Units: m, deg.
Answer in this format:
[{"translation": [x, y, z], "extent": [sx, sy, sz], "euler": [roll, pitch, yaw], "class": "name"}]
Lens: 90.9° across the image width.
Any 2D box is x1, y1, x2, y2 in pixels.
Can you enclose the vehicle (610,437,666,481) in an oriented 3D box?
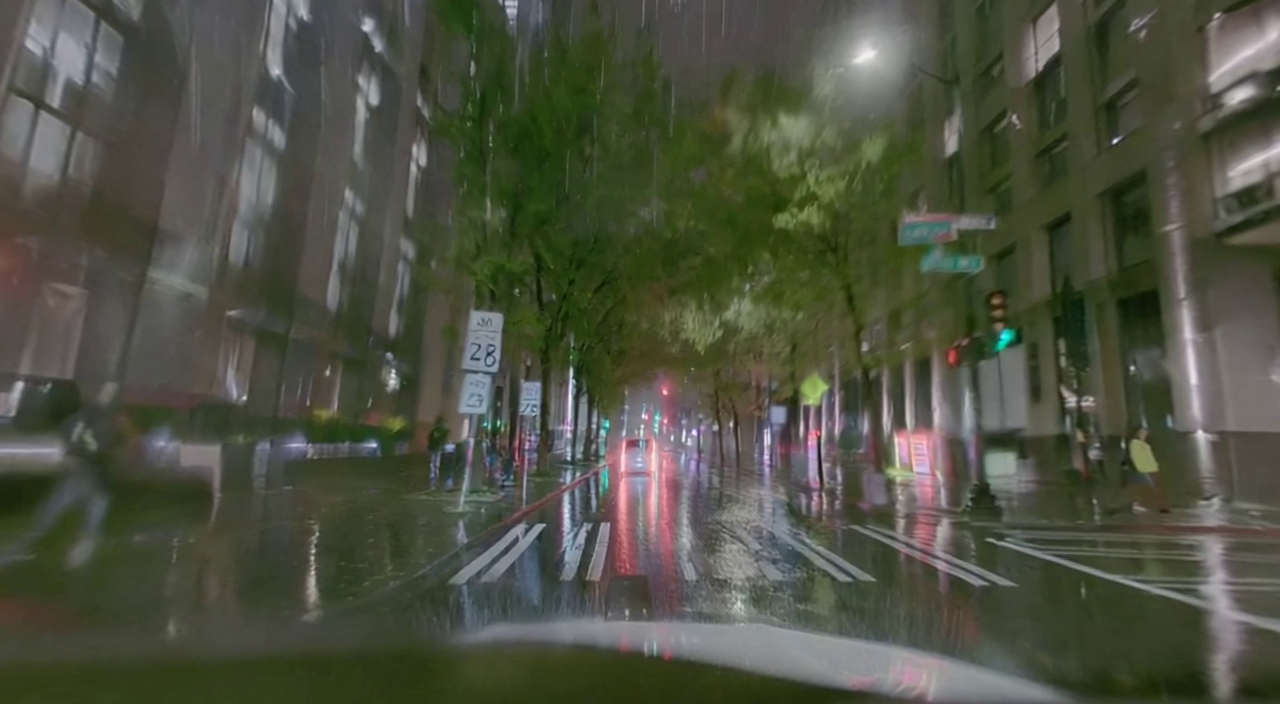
[{"translation": [-0.090, 4.251, 25.281], "extent": [2.079, 1.621, 3.861], "euler": [0, -8, -1], "class": "vehicle"}]
